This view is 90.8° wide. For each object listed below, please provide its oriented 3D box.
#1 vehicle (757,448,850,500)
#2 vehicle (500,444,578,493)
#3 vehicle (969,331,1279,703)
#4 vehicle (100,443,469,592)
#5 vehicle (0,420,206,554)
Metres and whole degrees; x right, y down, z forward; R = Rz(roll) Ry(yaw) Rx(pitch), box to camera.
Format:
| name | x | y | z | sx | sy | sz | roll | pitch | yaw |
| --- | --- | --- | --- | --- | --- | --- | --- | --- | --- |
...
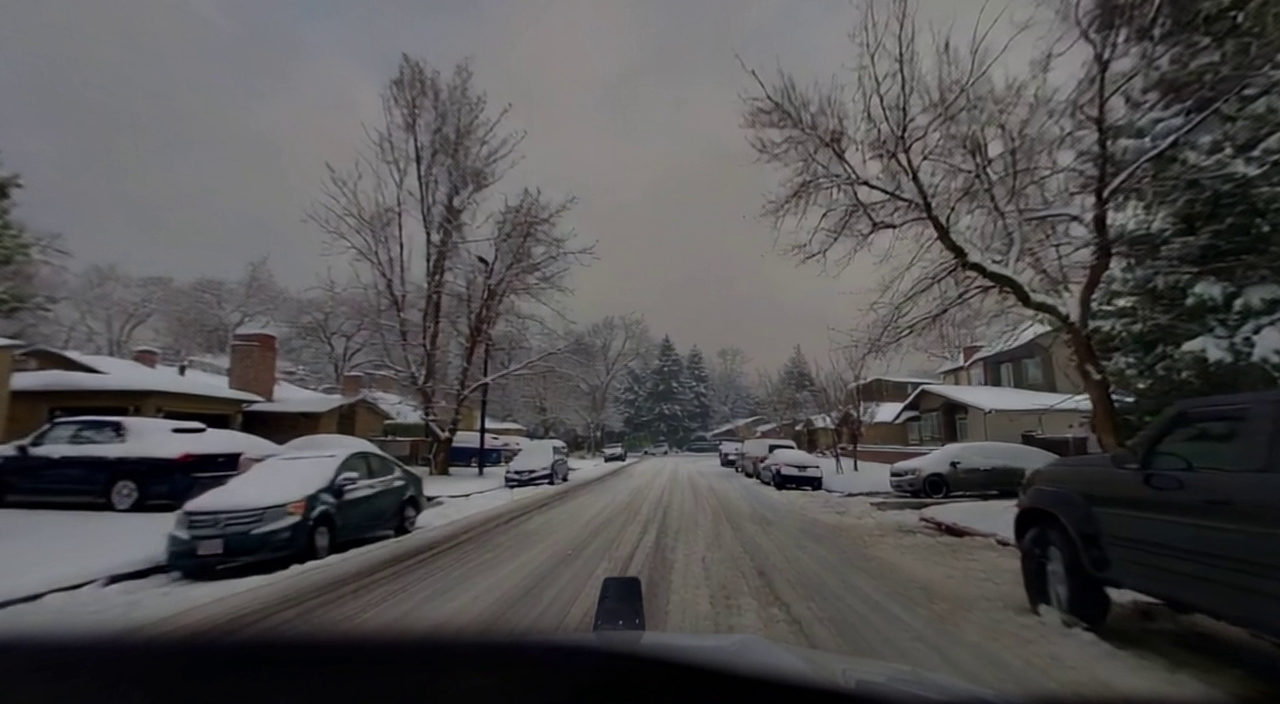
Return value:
| name | x | y | z | sx | sy | sz | roll | pitch | yaw |
| --- | --- | --- | --- | --- | --- | --- | --- | --- | --- |
| vehicle | 5.273 | 3.986 | 21.129 | 2.042 | 1.456 | 4.903 | -1 | -8 | 3 |
| vehicle | -3.591 | 4.205 | 23.214 | 1.943 | 1.602 | 4.172 | -1 | -8 | 3 |
| vehicle | 3.978 | 0.920 | 3.318 | 2.075 | 1.882 | 4.749 | 0 | -8 | 2 |
| vehicle | -4.238 | 2.004 | 8.732 | 2.189 | 1.421 | 4.659 | -1 | -8 | 4 |
| vehicle | -8.837 | 1.737 | 8.469 | 4.642 | 1.516 | 1.995 | -1 | -9 | 5 |
